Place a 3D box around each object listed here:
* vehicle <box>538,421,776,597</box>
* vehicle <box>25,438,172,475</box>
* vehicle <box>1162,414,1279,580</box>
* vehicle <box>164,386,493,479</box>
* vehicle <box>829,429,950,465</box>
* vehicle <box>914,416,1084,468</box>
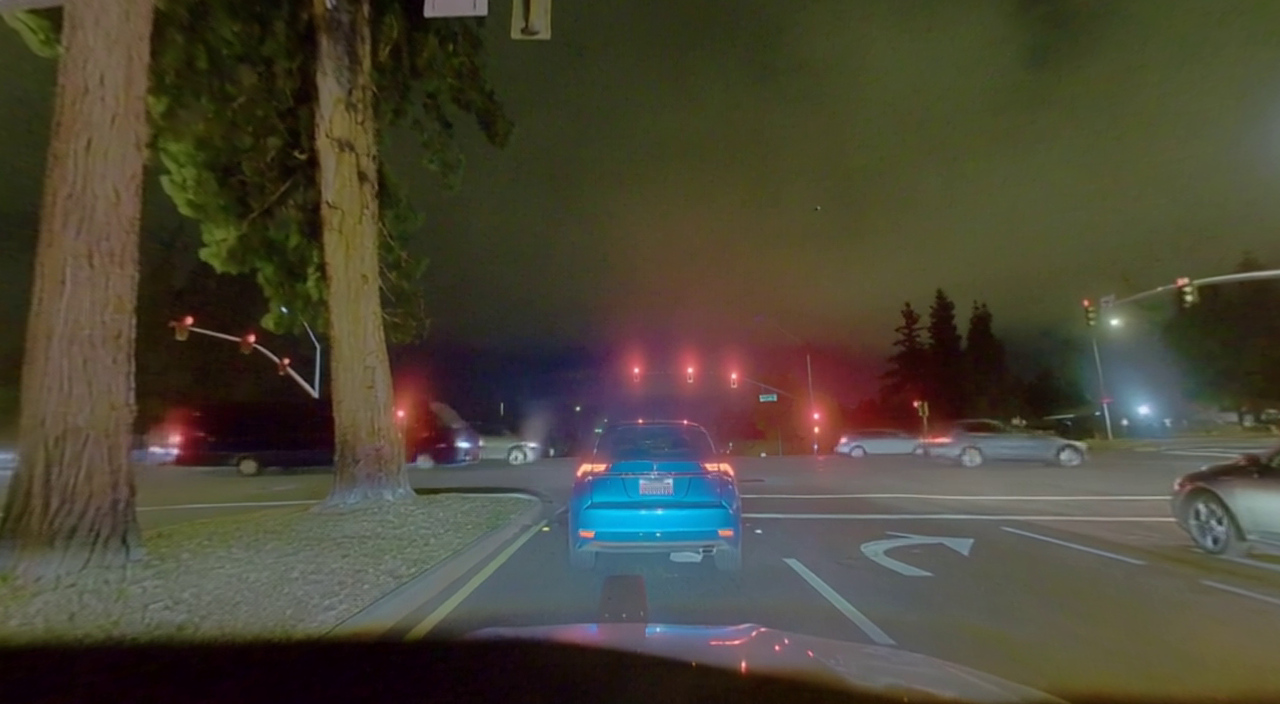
[{"bbox_3d":[0.102,1.633,7.408,2.041,1.485,3.813,0,-8,-1],"label":"vehicle"},{"bbox_3d":[-23.043,4.452,26.963,4.517,1.471,1.854,0,-8,0],"label":"vehicle"},{"bbox_3d":[7.072,1.257,5.151,1.901,1.577,4.348,0,-8,1],"label":"vehicle"},{"bbox_3d":[-11.069,2.976,23.208,10.544,3.126,2.909,-1,-8,1],"label":"vehicle"},{"bbox_3d":[10.537,4.022,26.846,4.399,1.445,1.769,0,-9,1],"label":"vehicle"},{"bbox_3d":[13.001,3.303,23.115,4.921,1.757,2.036,0,-8,1],"label":"vehicle"}]
